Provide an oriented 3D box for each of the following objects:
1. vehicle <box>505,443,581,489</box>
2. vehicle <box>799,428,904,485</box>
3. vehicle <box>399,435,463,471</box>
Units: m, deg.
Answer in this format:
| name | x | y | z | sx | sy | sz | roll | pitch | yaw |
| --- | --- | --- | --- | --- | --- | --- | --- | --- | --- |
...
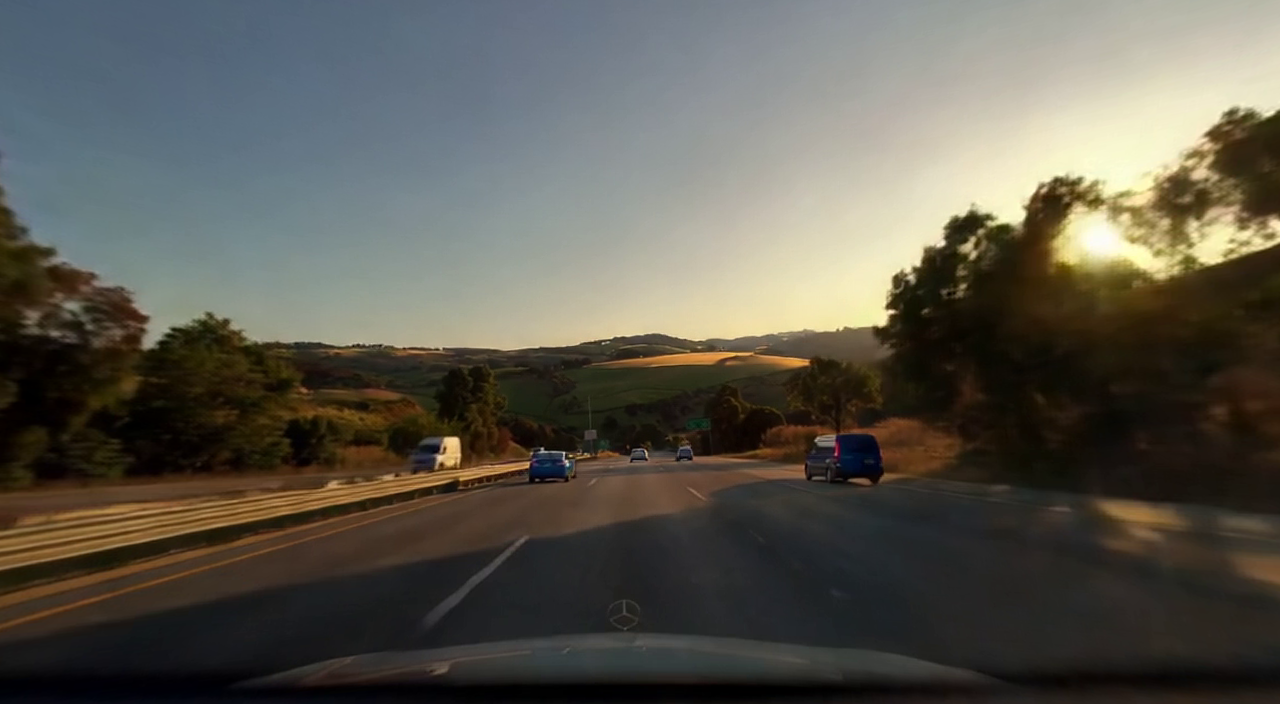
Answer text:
| name | x | y | z | sx | sy | sz | roll | pitch | yaw |
| --- | --- | --- | --- | --- | --- | --- | --- | --- | --- |
| vehicle | -3.560 | 4.265 | 23.885 | 2.160 | 1.530 | 4.500 | 0 | -9 | 0 |
| vehicle | 7.845 | 3.948 | 23.955 | 2.133 | 1.933 | 4.986 | 0 | -9 | -1 |
| vehicle | -14.900 | 7.264 | 45.282 | 2.523 | 2.377 | 6.182 | 0 | -9 | 0 |
